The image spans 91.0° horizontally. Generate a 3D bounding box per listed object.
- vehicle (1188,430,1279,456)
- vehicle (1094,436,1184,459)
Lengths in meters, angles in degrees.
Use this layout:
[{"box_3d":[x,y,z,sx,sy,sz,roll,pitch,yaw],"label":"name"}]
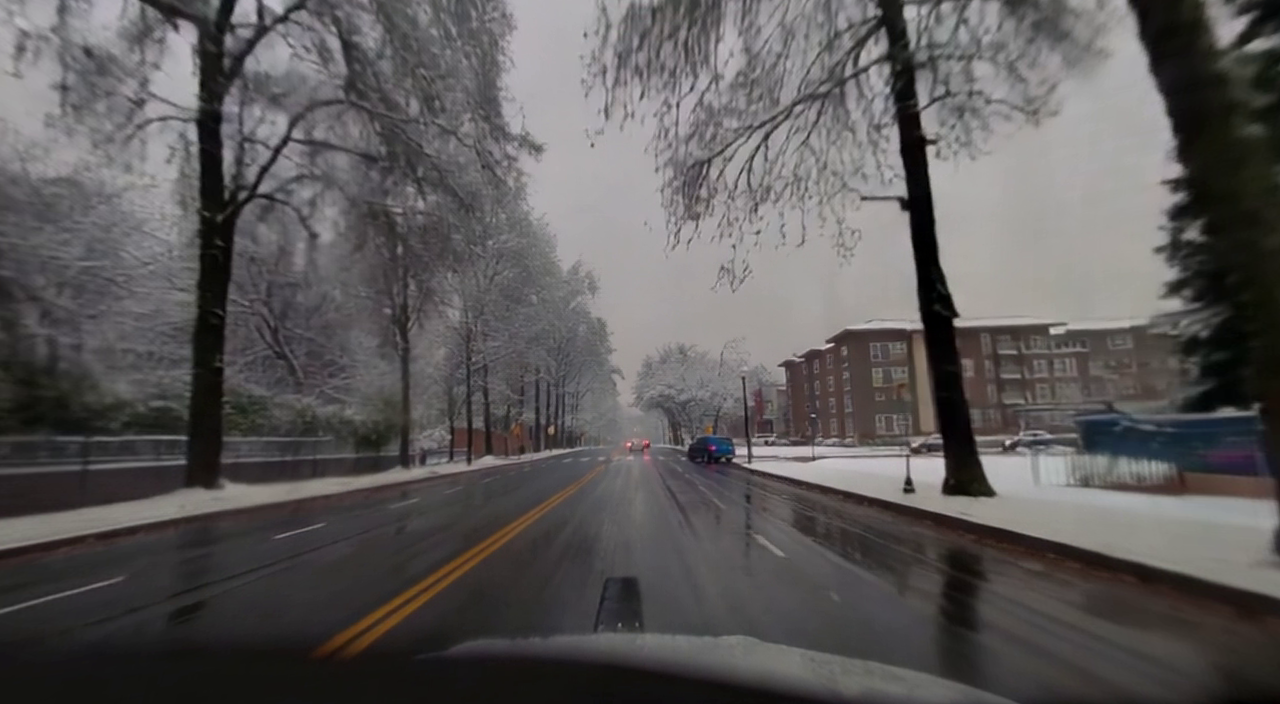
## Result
[{"box_3d":[39.475,6.067,41.857,4.244,1.673,1.871,-1,-9,-1],"label":"vehicle"},{"box_3d":[33.310,6.389,42.063,4.305,1.464,1.875,-1,-9,1],"label":"vehicle"}]
